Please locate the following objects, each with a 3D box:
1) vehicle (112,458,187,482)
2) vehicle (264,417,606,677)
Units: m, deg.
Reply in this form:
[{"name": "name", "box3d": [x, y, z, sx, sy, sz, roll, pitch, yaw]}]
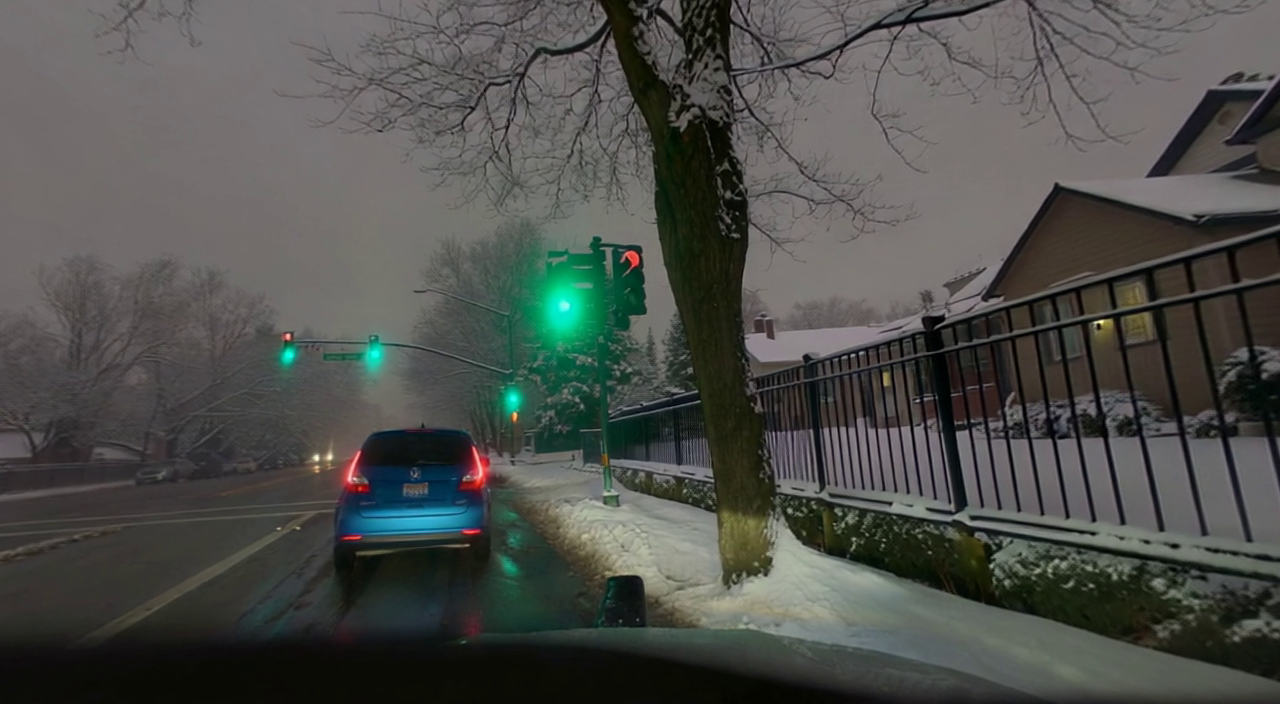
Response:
[{"name": "vehicle", "box3d": [-36.700, 8.833, 47.331, 3.959, 1.680, 1.785, 1, -9, -11]}, {"name": "vehicle", "box3d": [-1.725, 1.443, 5.810, 2.024, 1.502, 3.702, 2, -9, -16]}]
